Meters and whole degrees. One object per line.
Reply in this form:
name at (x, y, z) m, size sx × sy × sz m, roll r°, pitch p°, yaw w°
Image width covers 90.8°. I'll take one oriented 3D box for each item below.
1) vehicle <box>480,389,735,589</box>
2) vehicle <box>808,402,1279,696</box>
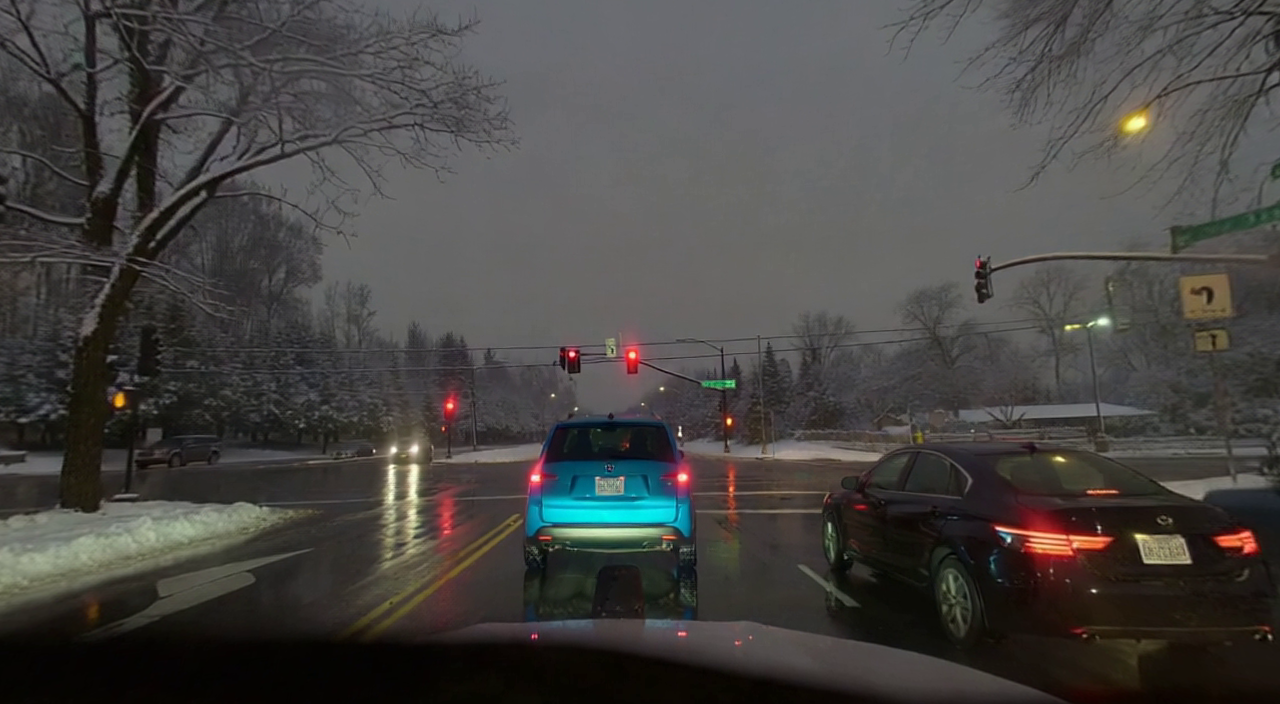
vehicle at (-0.347, 1.526, 7.794) m, size 2.247 × 1.760 × 4.231 m, roll 0°, pitch -9°, yaw -2°
vehicle at (3.161, 1.400, 5.765) m, size 1.932 × 1.562 × 4.629 m, roll 0°, pitch -9°, yaw 0°
